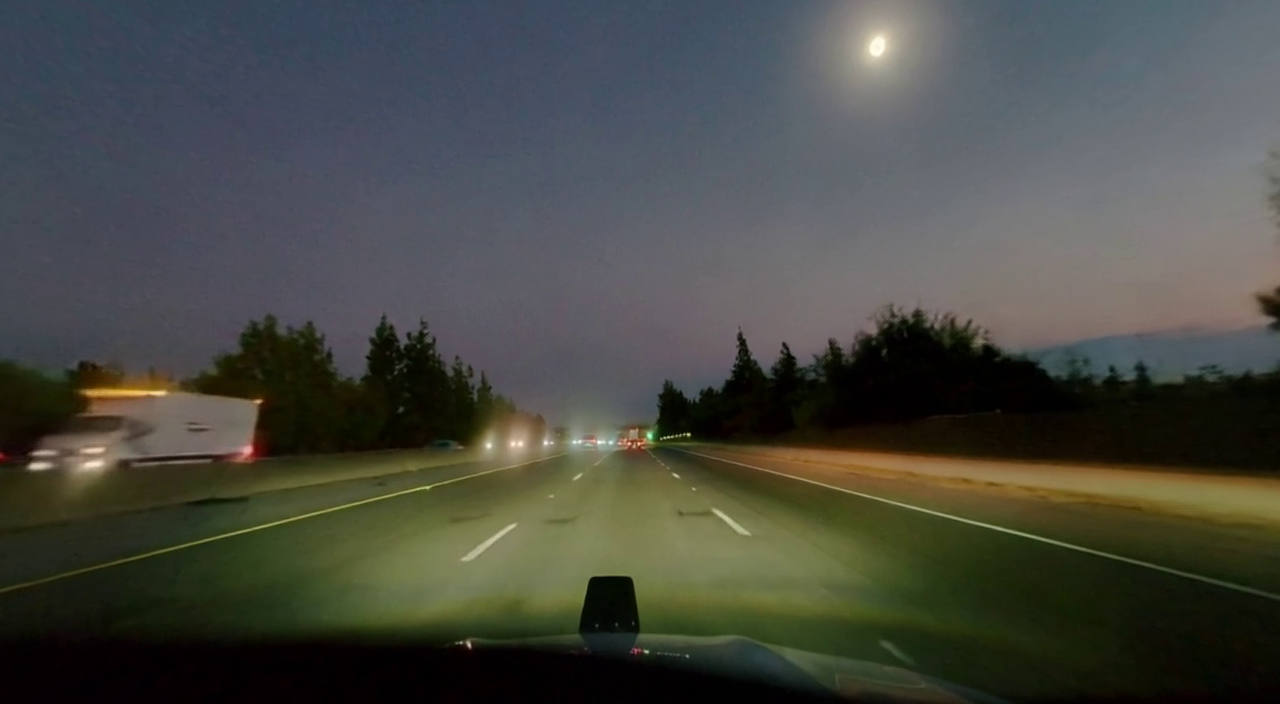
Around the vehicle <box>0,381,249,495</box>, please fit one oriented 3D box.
[{"bbox_3d":[-16.383,2.786,20.556,2.502,3.011,7.439,0,-8,-1],"label":"vehicle"}]

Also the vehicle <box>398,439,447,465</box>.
[{"bbox_3d":[-12.467,5.732,36.318,1.670,1.408,3.525,0,-8,-1],"label":"vehicle"}]
